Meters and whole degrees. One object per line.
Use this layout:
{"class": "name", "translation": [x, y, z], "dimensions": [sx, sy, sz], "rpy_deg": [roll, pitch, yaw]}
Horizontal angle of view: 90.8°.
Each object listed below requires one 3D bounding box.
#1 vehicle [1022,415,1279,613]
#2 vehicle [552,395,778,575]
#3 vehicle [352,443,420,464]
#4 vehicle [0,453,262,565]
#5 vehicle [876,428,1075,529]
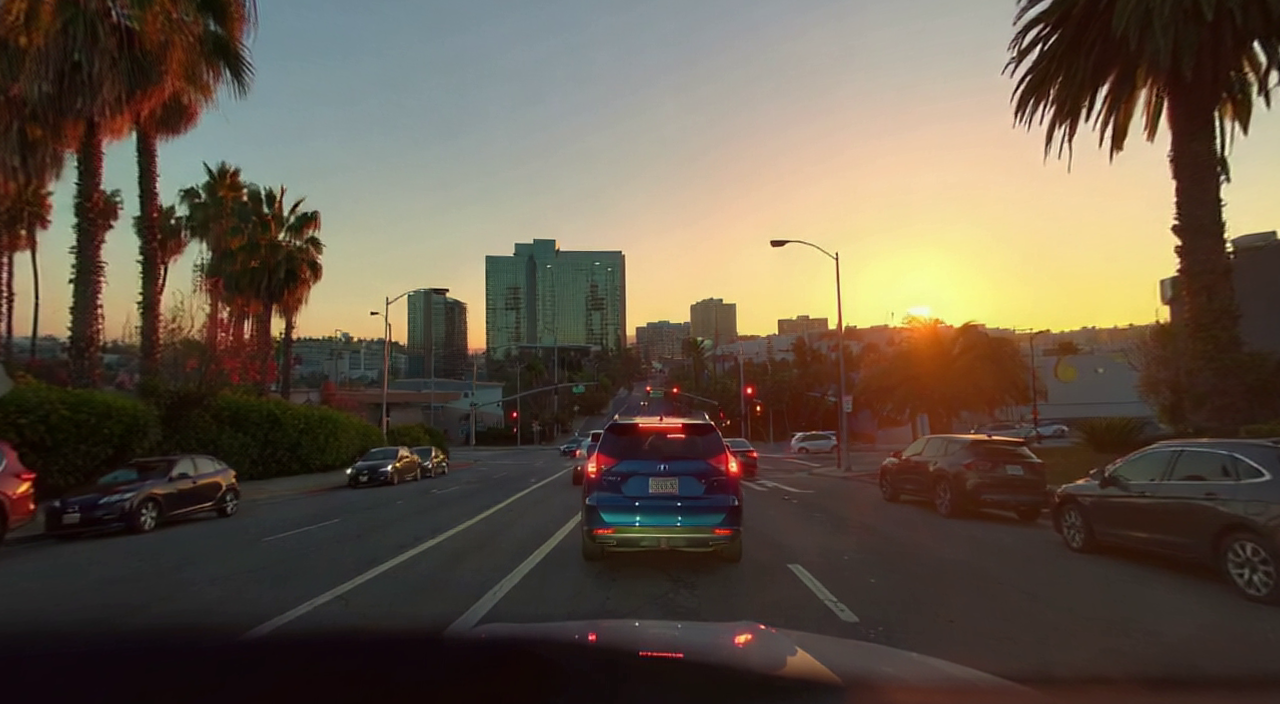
{"class": "vehicle", "translation": [6.446, 1.601, 6.927], "dimensions": [1.935, 1.672, 4.139], "rpy_deg": [0, -8, 1]}
{"class": "vehicle", "translation": [0.266, 1.653, 8.564], "dimensions": [2.264, 1.798, 4.258], "rpy_deg": [0, -8, 1]}
{"class": "vehicle", "translation": [-18.716, 7.496, 46.651], "dimensions": [1.759, 1.457, 4.297], "rpy_deg": [-7, -11, 38]}
{"class": "vehicle", "translation": [-9.556, 2.787, 11.904], "dimensions": [2.054, 1.467, 4.595], "rpy_deg": [-4, -8, 0]}
{"class": "vehicle", "translation": [6.675, 2.529, 13.237], "dimensions": [1.930, 1.736, 4.329], "rpy_deg": [-1, -8, 3]}
